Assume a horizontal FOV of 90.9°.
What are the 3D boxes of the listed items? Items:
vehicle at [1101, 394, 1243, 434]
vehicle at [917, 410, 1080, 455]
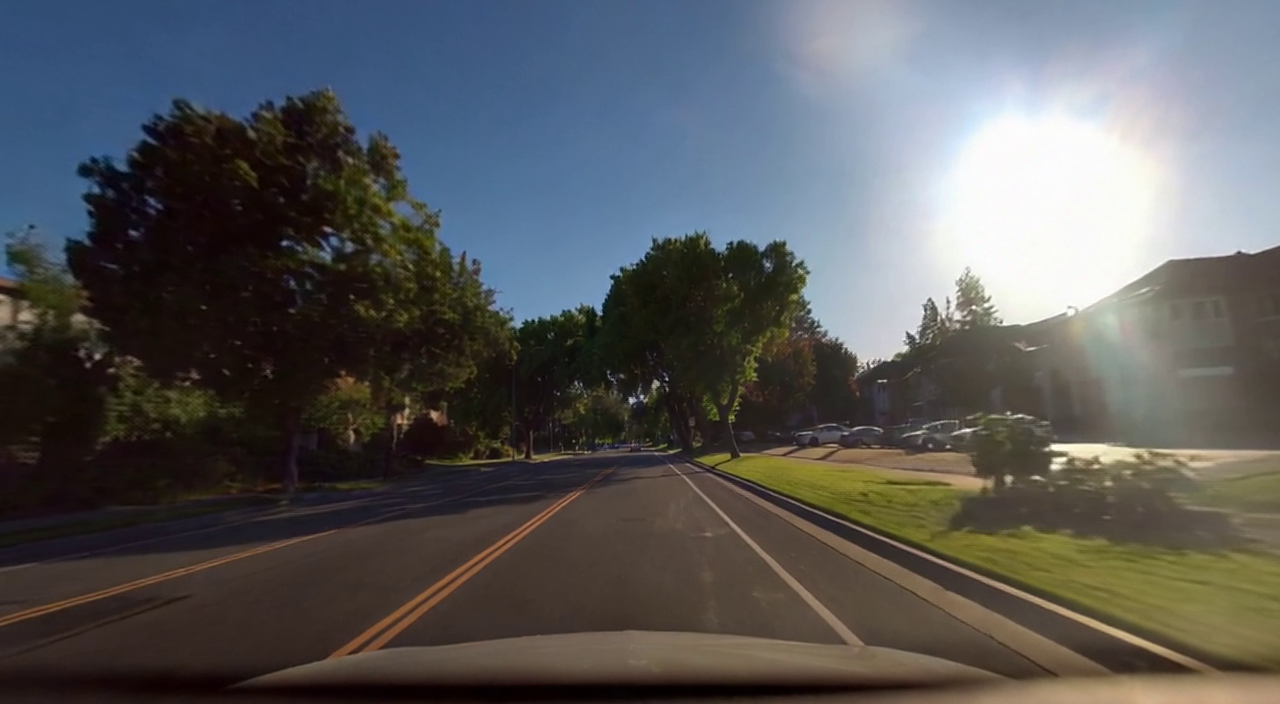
[{"bbox_3d":[25.674,3.039,30.547,4.864,1.797,2.150,0,-8,0],"label":"vehicle"},{"bbox_3d":[12.624,2.886,22.388,4.529,1.490,2.168,1,-8,-6],"label":"vehicle"}]
